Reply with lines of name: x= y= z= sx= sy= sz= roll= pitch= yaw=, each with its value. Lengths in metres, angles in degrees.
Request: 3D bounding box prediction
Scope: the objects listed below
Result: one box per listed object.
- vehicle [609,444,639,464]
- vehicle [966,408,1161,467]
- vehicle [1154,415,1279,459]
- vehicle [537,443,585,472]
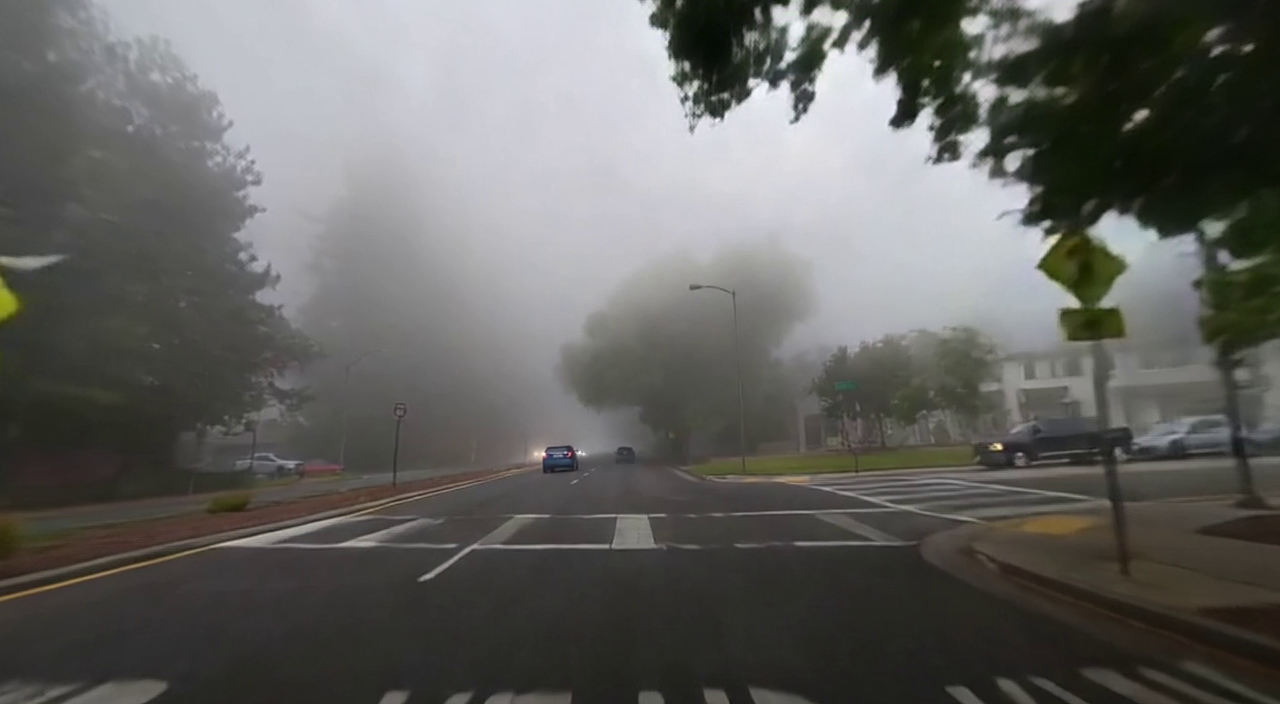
vehicle: x=-1.182 y=7.727 z=47.793 sx=2.187 sy=1.478 sz=4.138 roll=0 pitch=-8 yaw=-1
vehicle: x=15.074 y=3.090 z=22.700 sx=5.230 sy=2.007 sz=2.410 roll=0 pitch=-8 yaw=1
vehicle: x=22.175 y=3.111 z=22.988 sx=5.025 sy=1.532 sz=1.958 roll=0 pitch=-8 yaw=0
vehicle: x=-4.177 y=5.639 z=33.946 sx=2.083 sy=1.460 sz=4.527 roll=0 pitch=-8 yaw=-1
